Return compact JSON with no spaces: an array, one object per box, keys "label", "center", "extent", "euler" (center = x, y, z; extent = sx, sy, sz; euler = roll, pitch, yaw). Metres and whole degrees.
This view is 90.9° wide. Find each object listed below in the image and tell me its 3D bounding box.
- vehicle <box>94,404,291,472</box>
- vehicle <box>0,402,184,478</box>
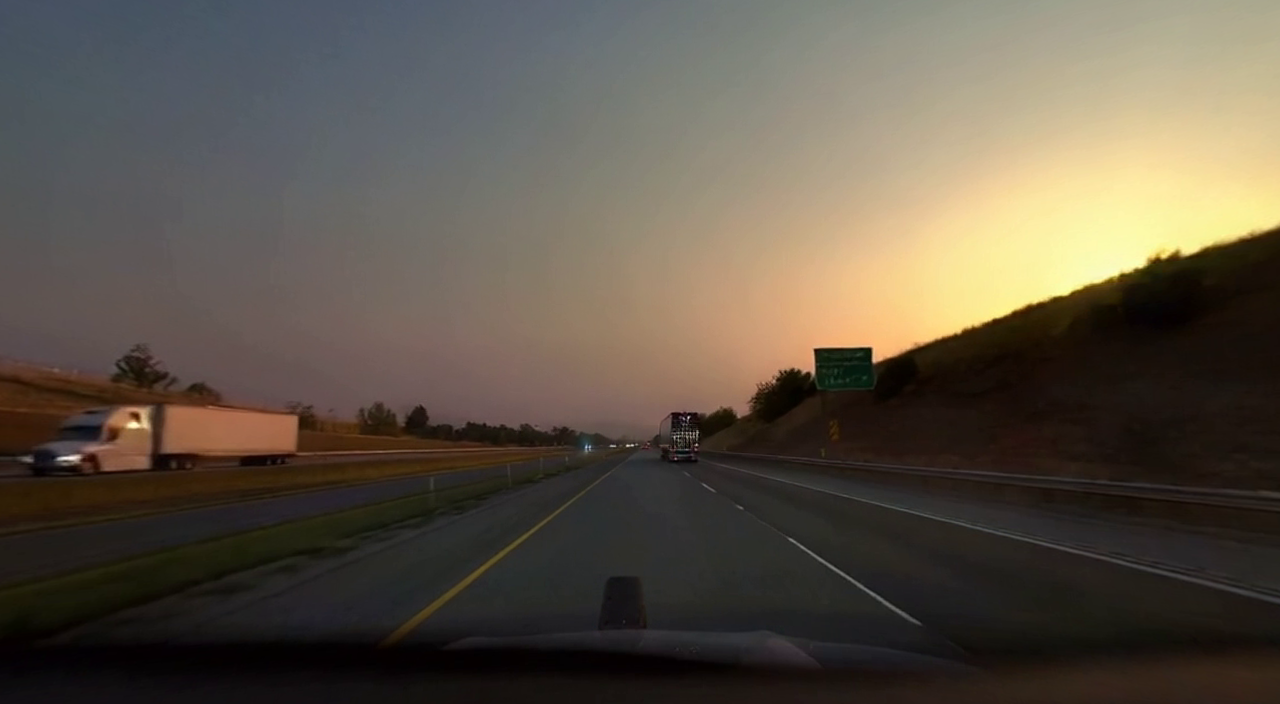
[{"label":"vehicle","center":[-32.863,6.671,48.200],"extent":[2.861,4.219,16.761],"euler":[0,-8,0]},{"label":"vehicle","center":[-32.908,5.377,38.469],"extent":[3.063,4.018,9.277],"euler":[0,-8,1]}]
